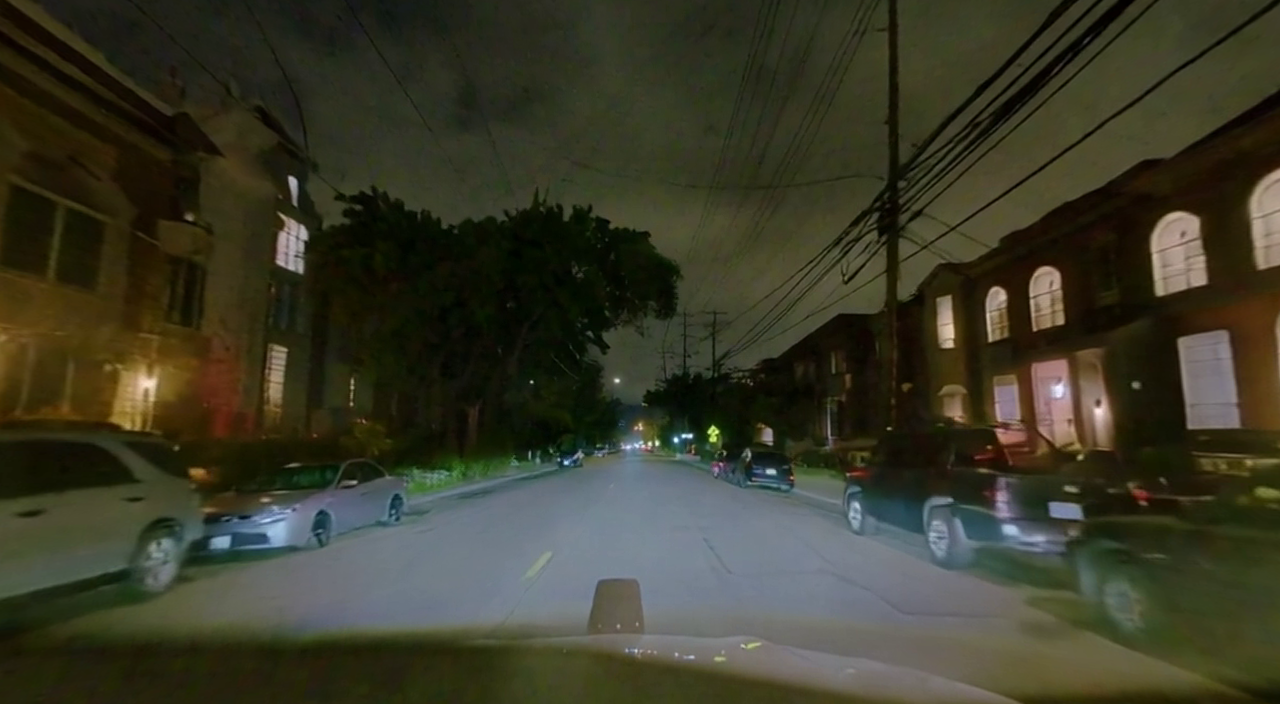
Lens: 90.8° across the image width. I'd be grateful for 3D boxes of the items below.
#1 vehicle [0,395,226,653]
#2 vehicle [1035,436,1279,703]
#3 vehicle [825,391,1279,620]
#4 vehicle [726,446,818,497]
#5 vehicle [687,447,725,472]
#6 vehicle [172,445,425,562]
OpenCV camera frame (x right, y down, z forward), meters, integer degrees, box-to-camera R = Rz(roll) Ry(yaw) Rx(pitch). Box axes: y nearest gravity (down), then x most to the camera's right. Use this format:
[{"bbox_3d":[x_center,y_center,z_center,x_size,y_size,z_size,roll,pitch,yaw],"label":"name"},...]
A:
[{"bbox_3d":[-5.667,1.349,5.034,2.046,1.825,4.627,-2,-7,-7],"label":"vehicle"},{"bbox_3d":[3.994,1.060,2.588,1.804,1.422,4.497,0,-8,0],"label":"vehicle"},{"bbox_3d":[4.192,1.643,7.906,2.083,1.829,5.466,0,-8,0],"label":"vehicle"},{"bbox_3d":[4.203,3.853,20.906,1.930,1.470,4.738,0,-8,-1],"label":"vehicle"},{"bbox_3d":[4.239,6.935,41.124,1.911,1.538,3.960,1,-9,-2],"label":"vehicle"},{"bbox_3d":[-5.722,2.532,11.478,1.991,1.464,4.763,-3,-7,0],"label":"vehicle"}]
